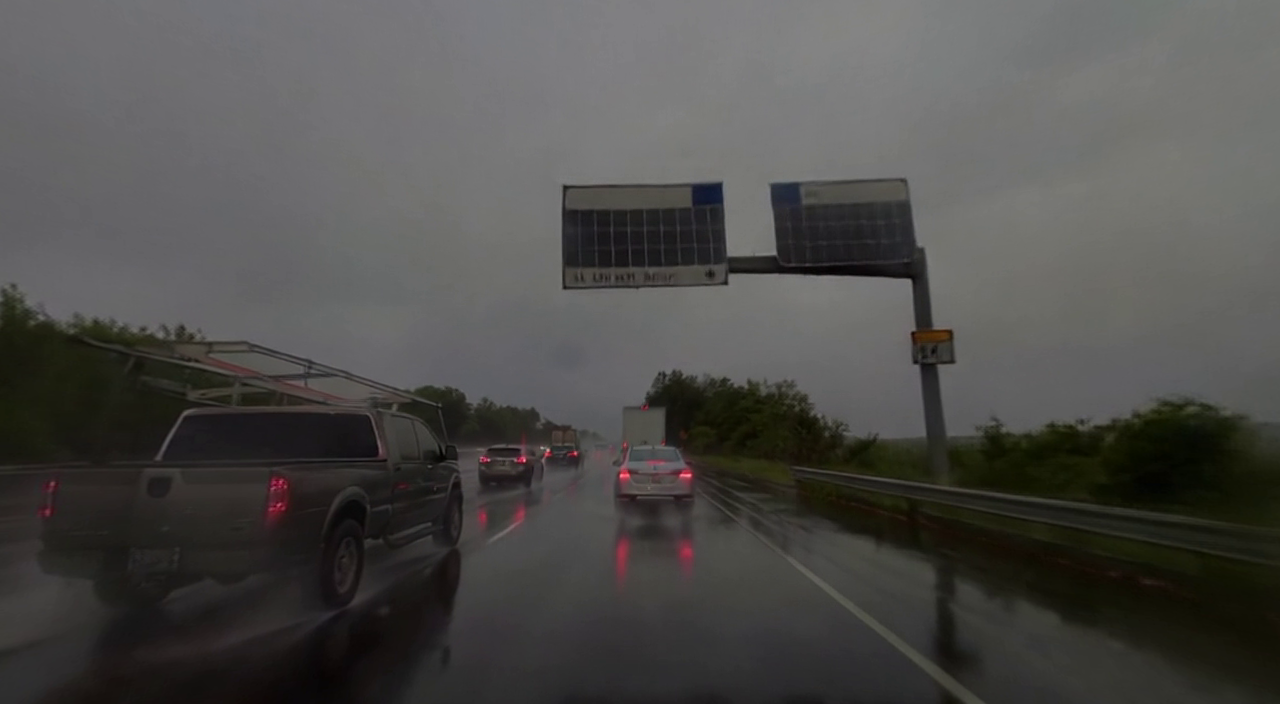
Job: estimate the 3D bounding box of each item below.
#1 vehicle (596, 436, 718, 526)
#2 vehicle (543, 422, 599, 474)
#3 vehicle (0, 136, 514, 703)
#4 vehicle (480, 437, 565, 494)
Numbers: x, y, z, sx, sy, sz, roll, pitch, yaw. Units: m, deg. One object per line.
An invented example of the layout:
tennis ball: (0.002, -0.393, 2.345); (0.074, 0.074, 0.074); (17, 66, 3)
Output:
vehicle: (0.265, 2.462, 12.503); (2.063, 1.507, 3.488); (0, -9, -1)
vehicle: (-3.680, 5.331, 34.960); (2.290, 2.613, 5.975); (0, -9, 2)
vehicle: (-3.043, 0.903, 5.960); (2.289, 2.757, 6.726); (0, -9, 0)
vehicle: (-3.652, 3.616, 20.369); (1.963, 1.627, 3.849); (0, -9, 1)
